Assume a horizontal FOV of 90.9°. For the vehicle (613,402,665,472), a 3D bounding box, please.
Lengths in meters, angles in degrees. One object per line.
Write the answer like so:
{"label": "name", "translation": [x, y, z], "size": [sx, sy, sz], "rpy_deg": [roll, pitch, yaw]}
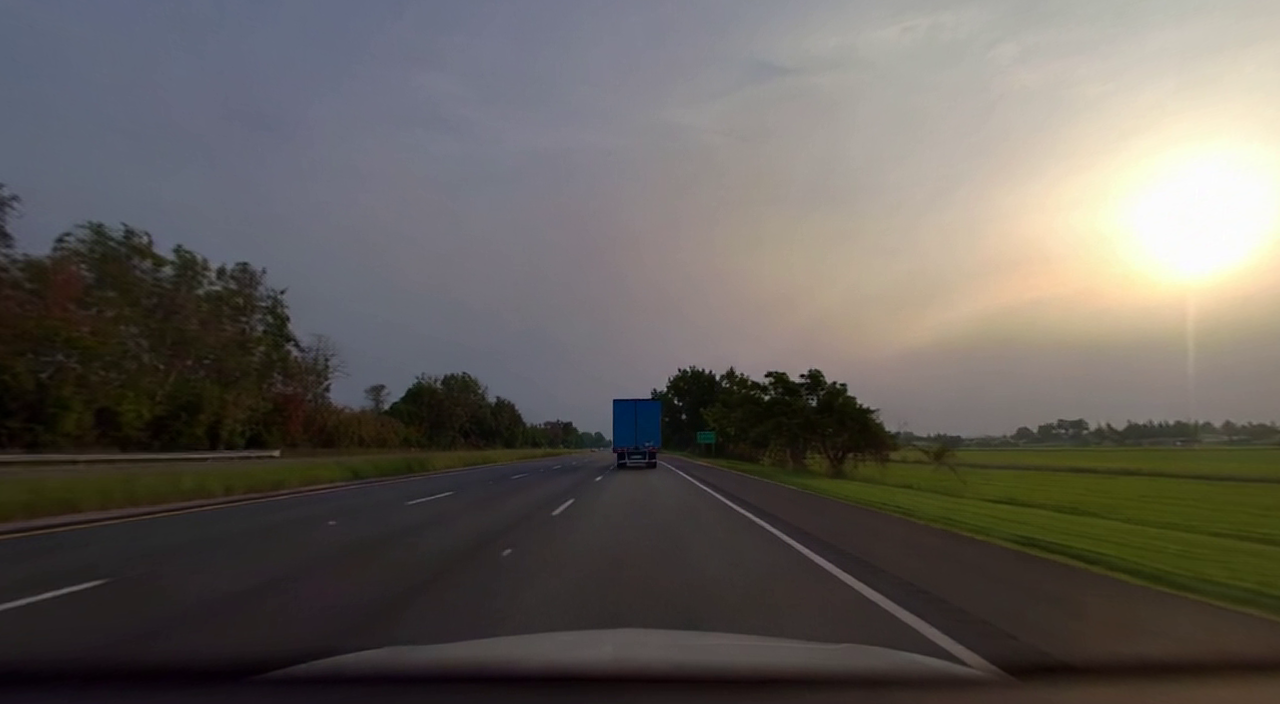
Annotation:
{"label": "vehicle", "translation": [-0.107, 5.707, 41.594], "size": [2.982, 3.947, 11.075], "rpy_deg": [0, -9, -1]}
